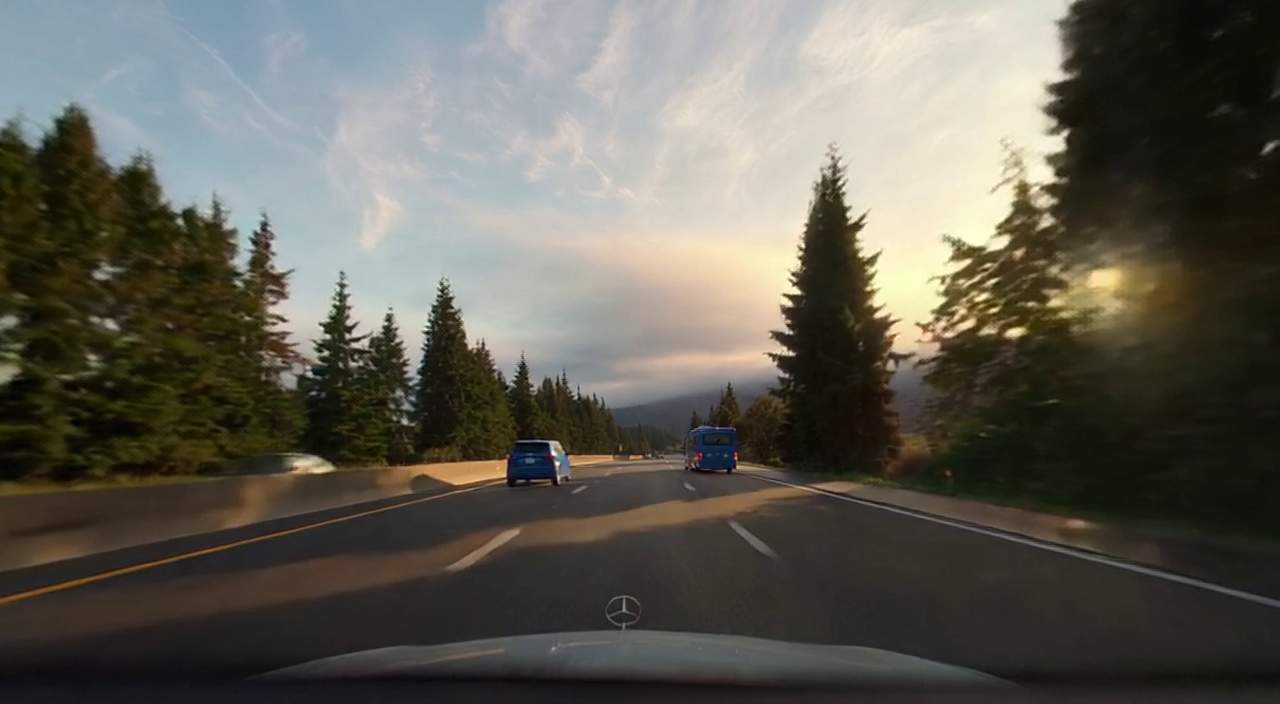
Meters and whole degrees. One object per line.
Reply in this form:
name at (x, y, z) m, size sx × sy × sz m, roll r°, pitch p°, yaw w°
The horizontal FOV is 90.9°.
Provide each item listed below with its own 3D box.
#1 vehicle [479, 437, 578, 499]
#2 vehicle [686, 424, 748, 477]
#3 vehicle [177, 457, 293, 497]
vehicle at (-3.165, 3.416, 18.967) m, size 2.020 × 1.619 × 4.690 m, roll 0°, pitch -9°, yaw 1°
vehicle at (4.198, 5.573, 35.701) m, size 2.614 × 2.655 × 6.429 m, roll 0°, pitch -9°, yaw 0°
vehicle at (-16.723, 5.140, 26.312) m, size 1.996 × 1.451 × 4.298 m, roll 0°, pitch -9°, yaw -1°
